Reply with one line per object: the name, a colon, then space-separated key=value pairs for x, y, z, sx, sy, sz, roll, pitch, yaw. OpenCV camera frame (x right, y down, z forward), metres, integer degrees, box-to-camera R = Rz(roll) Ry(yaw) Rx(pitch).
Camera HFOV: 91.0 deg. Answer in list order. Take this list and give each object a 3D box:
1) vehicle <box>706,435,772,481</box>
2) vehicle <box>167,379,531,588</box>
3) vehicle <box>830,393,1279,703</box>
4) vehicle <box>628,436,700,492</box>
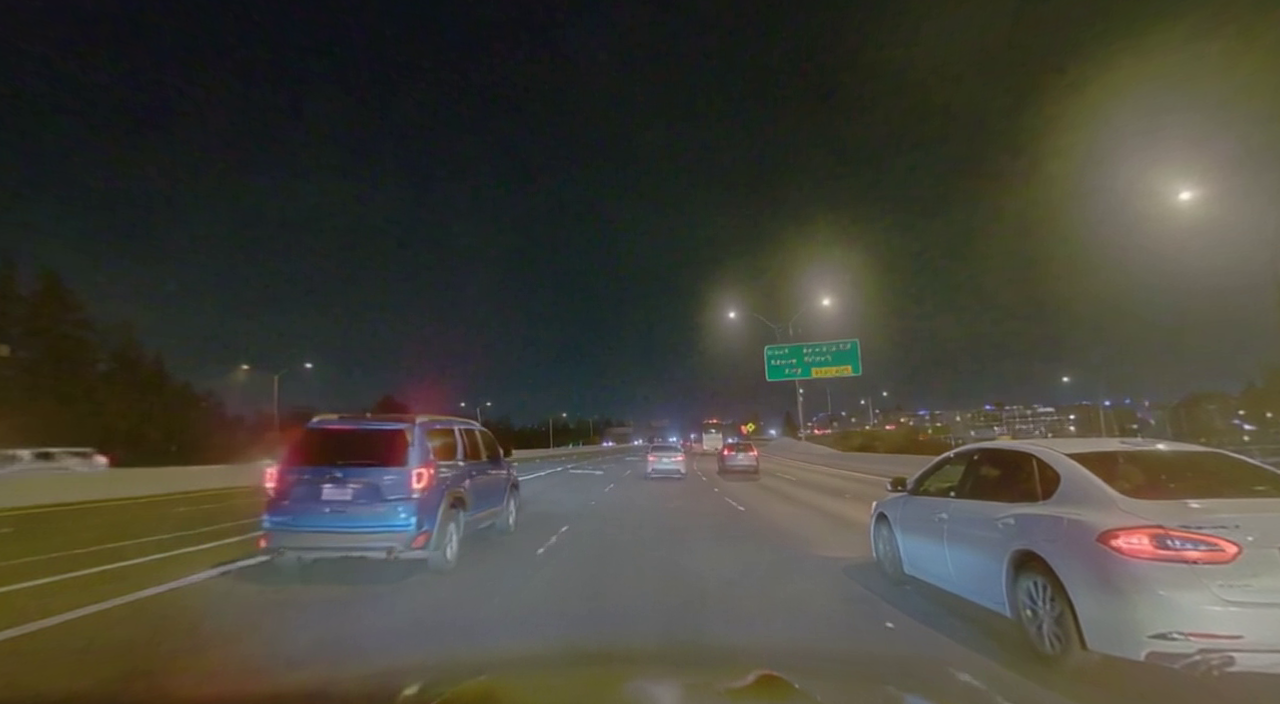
vehicle: x=3.900 y=4.246 z=25.477 sx=2.076 sy=1.684 sz=4.241 roll=0 pitch=-9 yaw=2
vehicle: x=-3.210 y=1.649 z=8.674 sx=2.434 sy=1.965 sz=5.305 roll=0 pitch=-9 yaw=0
vehicle: x=3.028 y=1.224 z=4.305 sx=2.009 sy=1.489 sz=4.559 roll=0 pitch=-9 yaw=0
vehicle: x=0.737 y=3.553 z=20.317 sx=2.074 sy=1.614 sz=3.803 roll=0 pitch=-9 yaw=1
